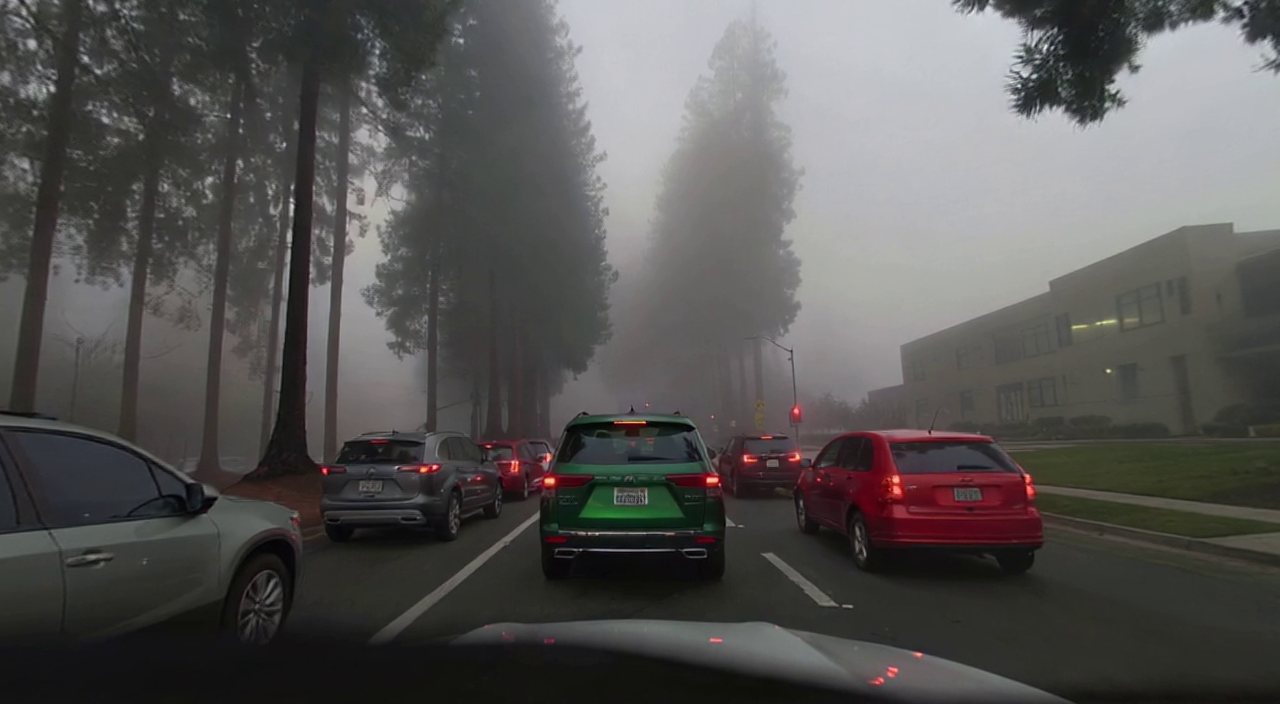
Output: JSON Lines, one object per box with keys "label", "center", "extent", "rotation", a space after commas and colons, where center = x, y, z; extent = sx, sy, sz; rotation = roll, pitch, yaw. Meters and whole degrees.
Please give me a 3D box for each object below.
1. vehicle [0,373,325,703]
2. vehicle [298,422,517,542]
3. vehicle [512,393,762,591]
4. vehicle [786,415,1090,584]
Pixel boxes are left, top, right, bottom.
{"label": "vehicle", "center": [-3.772, 0.998, 3.307], "extent": [1.929, 1.641, 4.193], "rotation": [0, -8, 2]}
{"label": "vehicle", "center": [-3.647, 2.113, 10.925], "extent": [2.042, 1.641, 4.314], "rotation": [0, -8, 1]}
{"label": "vehicle", "center": [-0.006, 1.532, 7.657], "extent": [2.193, 1.744, 4.033], "rotation": [0, -8, 1]}
{"label": "vehicle", "center": [3.263, 1.671, 7.857], "extent": [1.922, 1.579, 3.642], "rotation": [0, -8, -1]}
